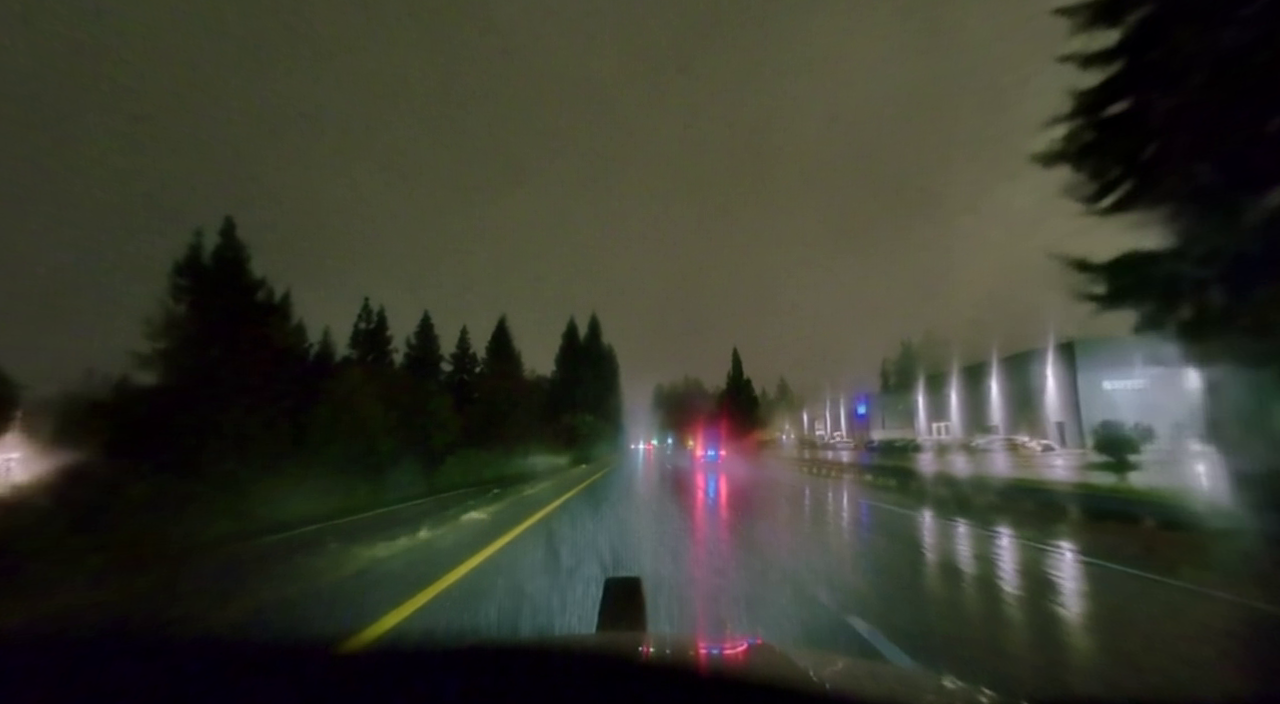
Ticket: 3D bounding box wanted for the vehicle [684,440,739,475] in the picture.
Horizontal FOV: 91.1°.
[{"bbox_3d":[3.359,5.053,30.274,2.079,1.531,3.997,0,-9,-1],"label":"vehicle"}]
